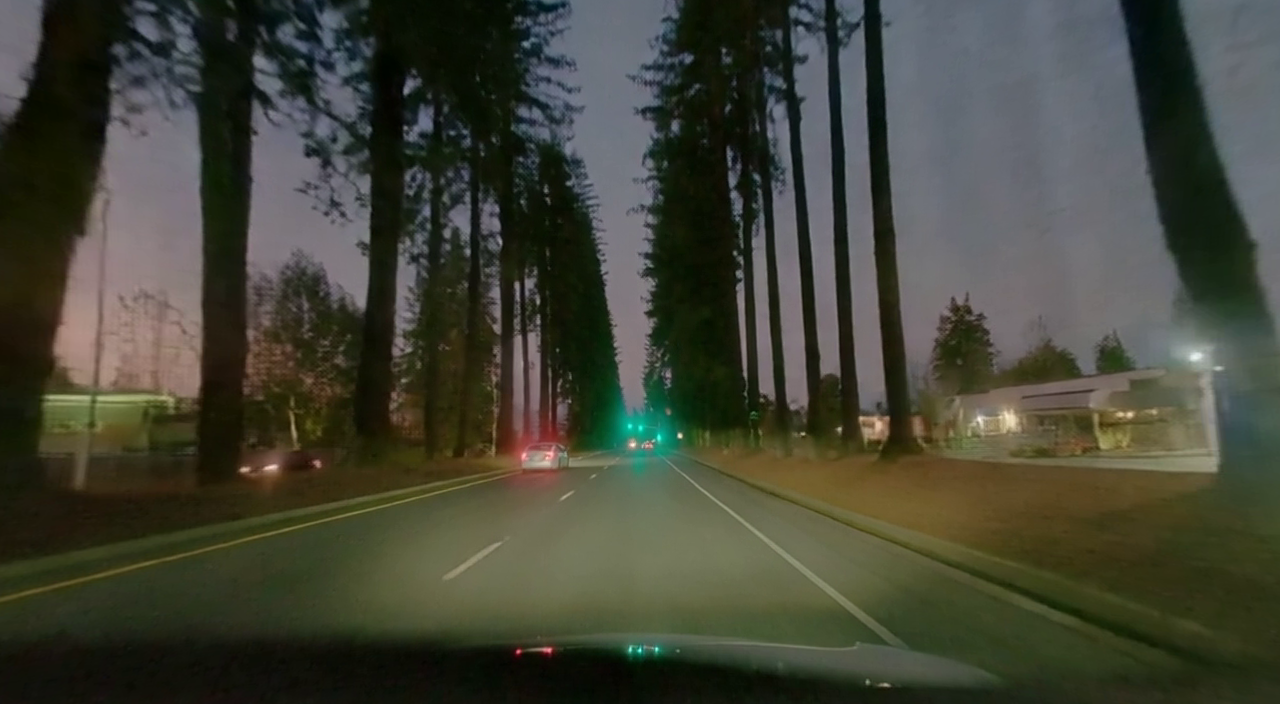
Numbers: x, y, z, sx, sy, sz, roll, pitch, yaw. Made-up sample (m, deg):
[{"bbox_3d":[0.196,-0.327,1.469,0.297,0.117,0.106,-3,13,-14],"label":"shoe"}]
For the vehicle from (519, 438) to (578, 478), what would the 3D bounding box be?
[{"bbox_3d":[-4.024,4.721,28.359,1.914,1.630,4.351,0,-8,1],"label":"vehicle"}]

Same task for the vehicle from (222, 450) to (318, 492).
[{"bbox_3d":[-15.692,5.055,27.005,1.783,1.610,3.836,0,-8,-1],"label":"vehicle"}]
